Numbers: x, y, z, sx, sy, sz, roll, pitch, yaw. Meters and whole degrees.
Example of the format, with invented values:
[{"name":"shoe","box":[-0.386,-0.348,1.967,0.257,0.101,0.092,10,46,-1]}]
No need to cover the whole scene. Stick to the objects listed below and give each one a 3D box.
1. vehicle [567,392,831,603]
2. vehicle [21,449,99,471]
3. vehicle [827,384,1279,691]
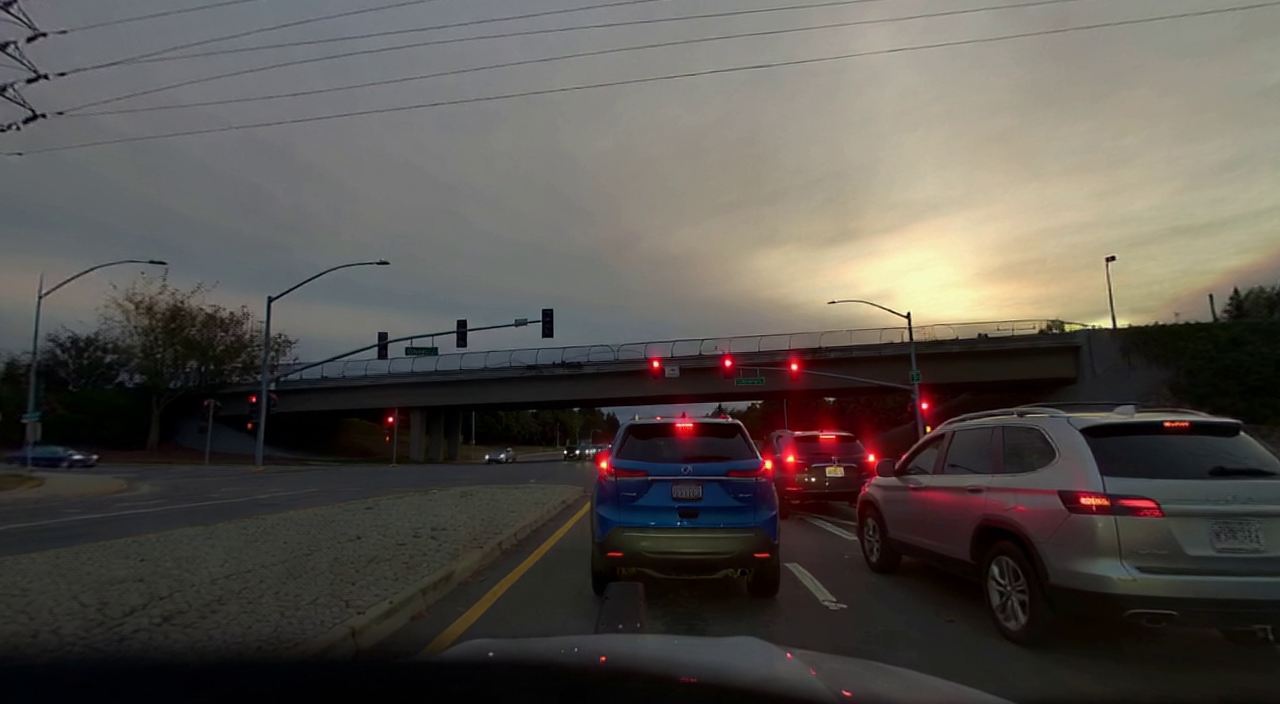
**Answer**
[{"name":"vehicle","box":[0.455,1.553,7.616,2.240,1.778,4.335,0,-8,-1]},{"name":"vehicle","box":[-40.838,7.563,44.458,4.647,1.453,1.881,-3,-9,18]},{"name":"vehicle","box":[3.408,1.337,5.783,1.990,1.649,4.625,0,-8,0]}]
